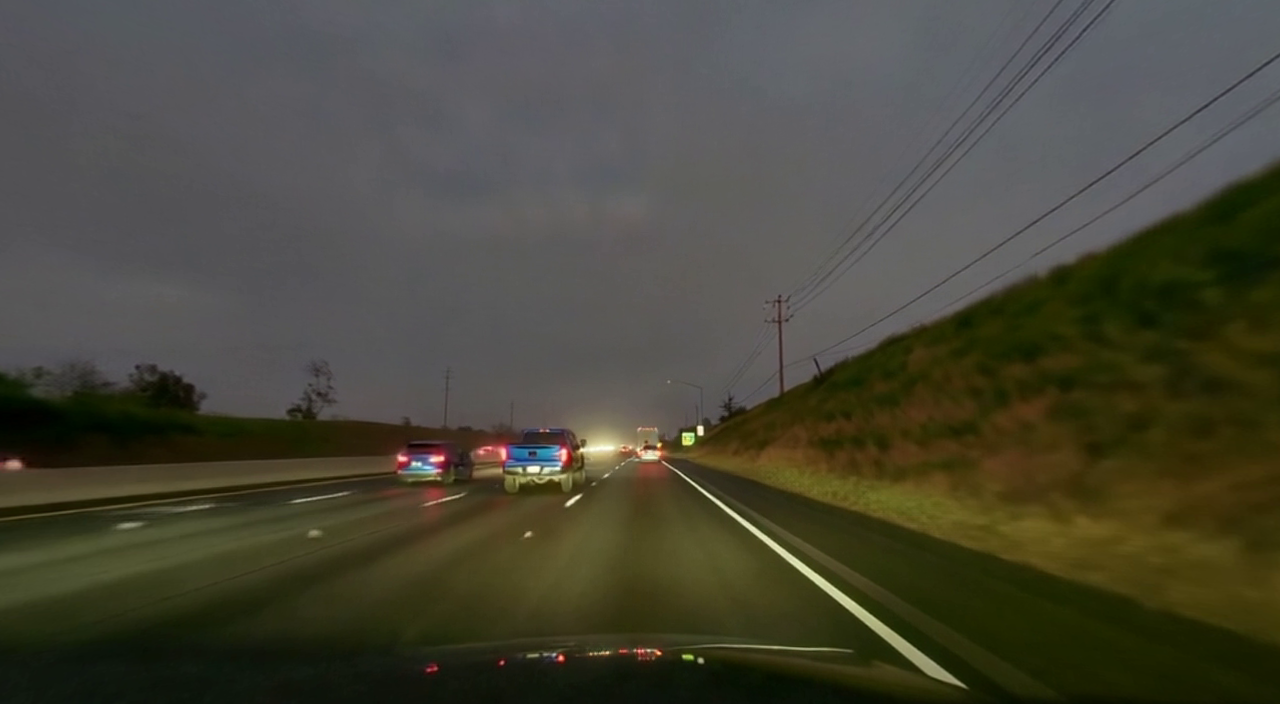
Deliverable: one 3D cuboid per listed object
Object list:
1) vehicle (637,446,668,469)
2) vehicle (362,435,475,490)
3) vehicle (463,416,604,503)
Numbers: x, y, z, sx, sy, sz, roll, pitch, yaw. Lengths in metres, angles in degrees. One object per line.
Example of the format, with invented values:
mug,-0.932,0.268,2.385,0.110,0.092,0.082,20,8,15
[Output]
vehicle,0.802,7.267,43.456,2.025,1.485,4.310,0,-9,-1
vehicle,-7.487,3.781,21.952,2.143,1.688,4.776,0,-9,1
vehicle,-2.756,3.070,18.371,2.972,2.087,6.126,0,-9,1
